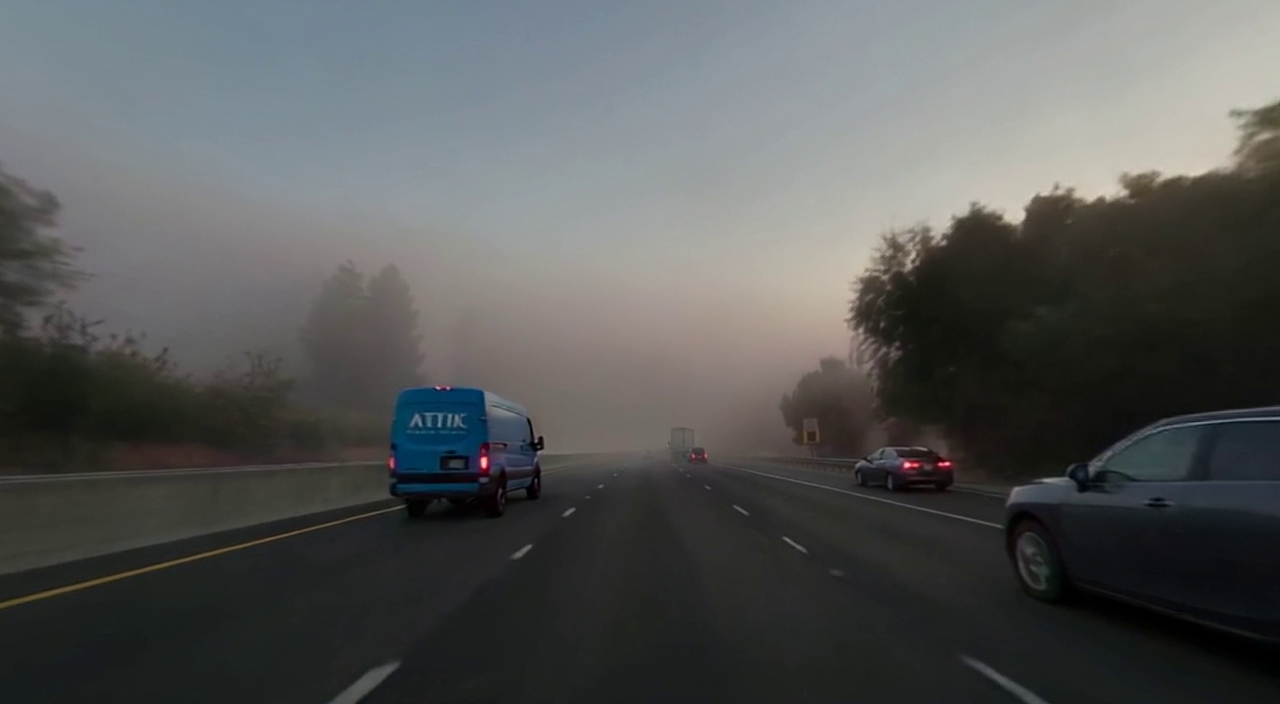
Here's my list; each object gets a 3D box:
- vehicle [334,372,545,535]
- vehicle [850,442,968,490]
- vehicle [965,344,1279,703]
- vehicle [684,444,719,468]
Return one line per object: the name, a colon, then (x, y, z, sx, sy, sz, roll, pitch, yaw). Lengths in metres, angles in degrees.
vehicle: (-3.797, 2.185, 13.837, 2.380, 2.648, 6.879, 0, -9, 0)
vehicle: (9.146, 3.902, 21.940, 1.838, 1.490, 4.460, 0, -9, -4)
vehicle: (3.839, 0.842, 2.926, 2.025, 1.706, 4.797, 0, -9, -1)
vehicle: (4.358, 7.447, 45.272, 2.066, 1.638, 4.158, 0, -9, -1)
